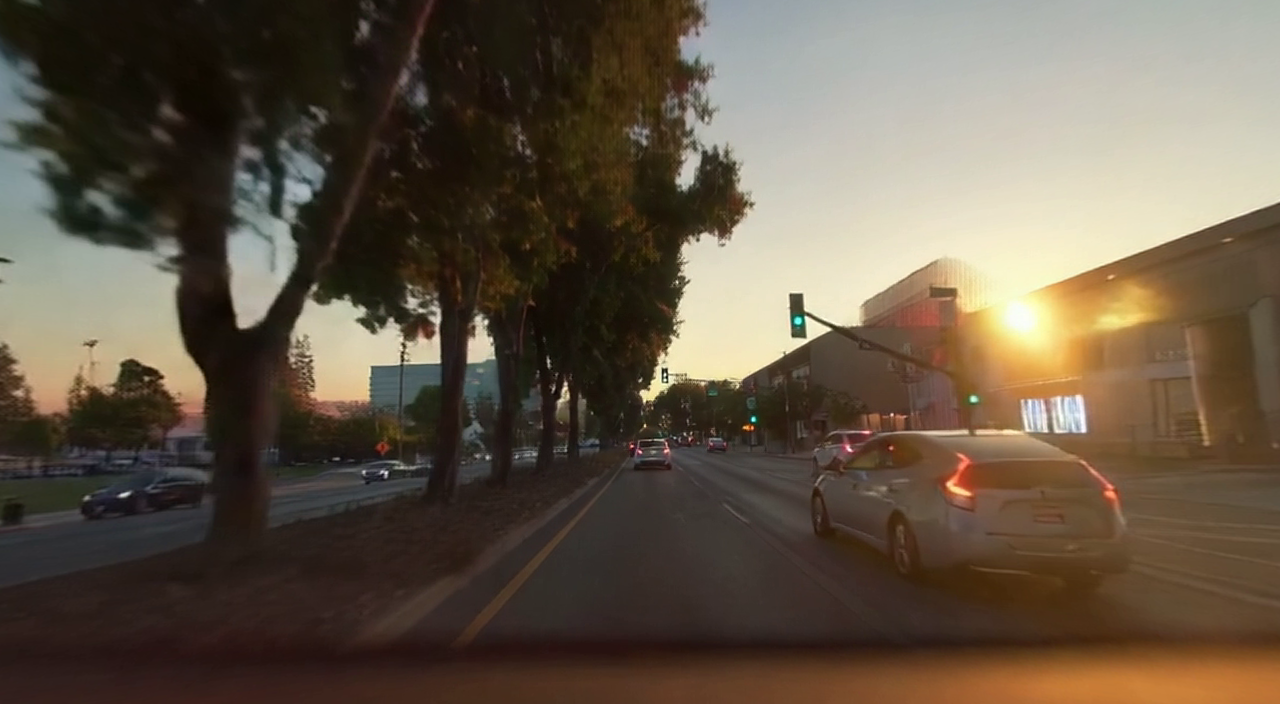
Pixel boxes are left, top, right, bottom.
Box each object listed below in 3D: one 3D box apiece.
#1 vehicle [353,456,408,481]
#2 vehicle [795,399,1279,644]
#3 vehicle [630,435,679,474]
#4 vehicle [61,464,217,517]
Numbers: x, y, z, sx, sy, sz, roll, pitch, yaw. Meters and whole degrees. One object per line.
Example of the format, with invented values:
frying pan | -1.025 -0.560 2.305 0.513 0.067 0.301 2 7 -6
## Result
vehicle | -18.240 8.185 44.509 1.853 1.614 4.514 -1 -8 2
vehicle | 3.198 1.456 6.561 1.931 1.591 4.708 0 -8 0
vehicle | 0.621 4.741 29.462 2.125 1.669 3.880 0 -8 0
vehicle | -18.446 5.095 23.562 1.947 1.609 4.589 0 -8 2
